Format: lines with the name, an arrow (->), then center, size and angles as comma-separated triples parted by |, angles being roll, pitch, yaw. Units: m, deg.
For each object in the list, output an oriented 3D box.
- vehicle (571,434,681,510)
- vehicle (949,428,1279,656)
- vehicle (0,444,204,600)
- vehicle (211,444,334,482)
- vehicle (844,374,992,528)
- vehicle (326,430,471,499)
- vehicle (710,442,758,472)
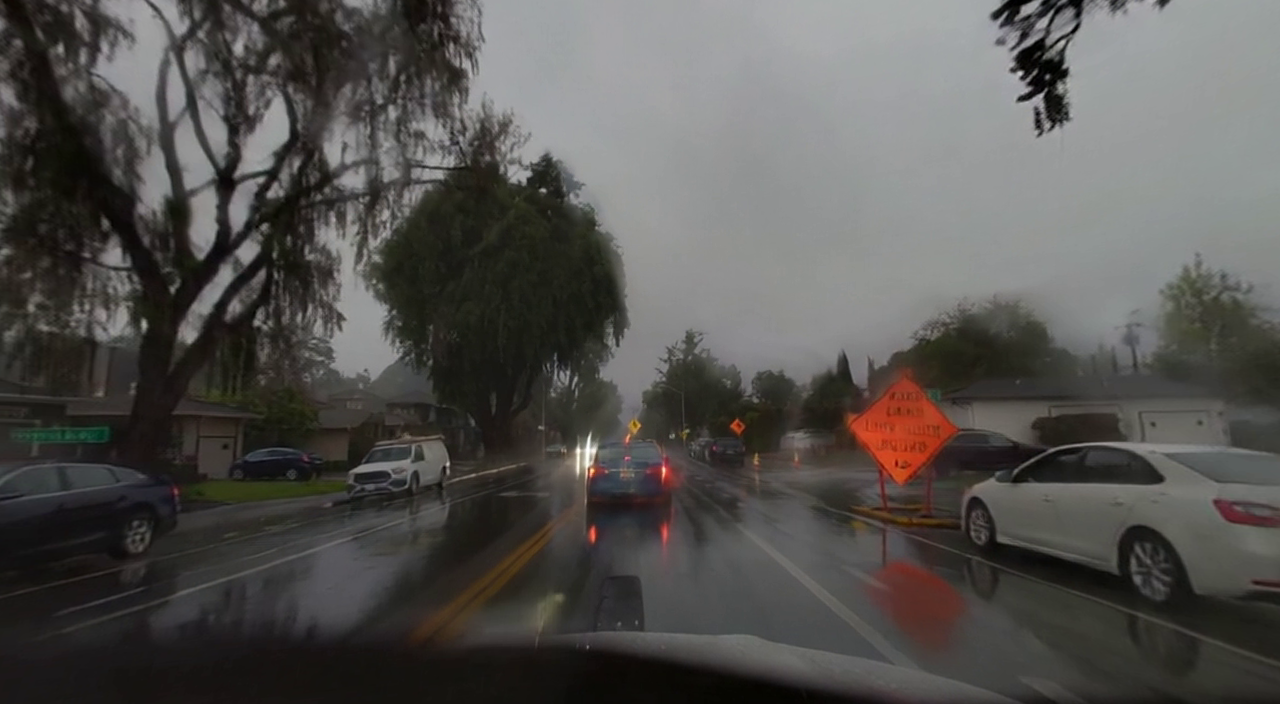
vehicle -> -0.248, 2.667, 14.499 | 2.151, 1.481, 4.084 | 0, -8, 1
vehicle -> 5.107, 1.534, 6.073 | 1.864, 1.480, 4.587 | 0, -8, -1
vehicle -> -7.981, 1.983, 7.772 | 2.036, 1.676, 4.440 | 0, -8, -1
vehicle -> -16.646, 5.032, 28.664 | 4.468, 1.517, 1.796 | -1, -9, -2
vehicle -> 5.263, 1.887, 12.288 | 1.409, 2.648, 2.645 | 0, -8, -4
vehicle -> -8.149, 3.868, 22.170 | 2.659, 2.047, 6.014 | 0, -8, 1
vehicle -> 4.928, 5.527, 33.429 | 1.985, 1.481, 4.116 | 0, -8, 1
